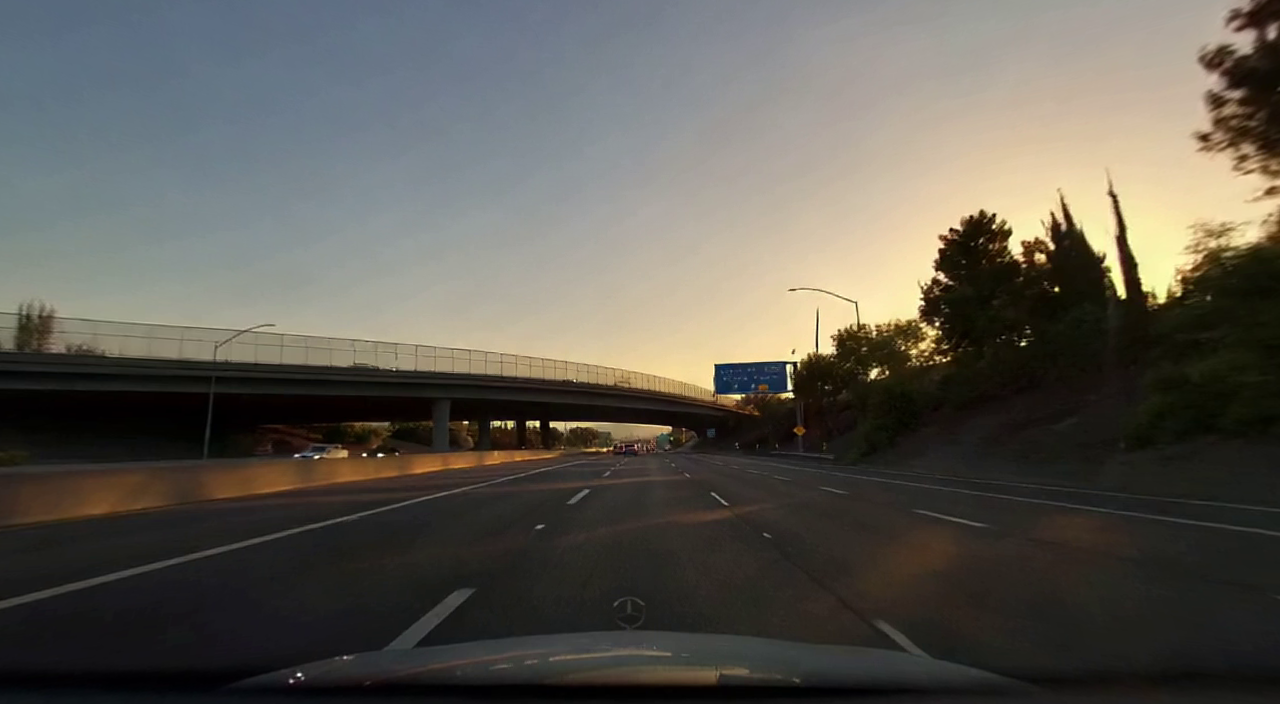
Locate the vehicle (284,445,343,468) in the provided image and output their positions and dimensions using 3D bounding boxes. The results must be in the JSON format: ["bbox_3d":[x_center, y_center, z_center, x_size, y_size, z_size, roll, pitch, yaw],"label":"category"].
[{"bbox_3d":[-24.933,7.991,48.254,1.965,1.660,4.576,-1,-8,1],"label":"vehicle"}]
